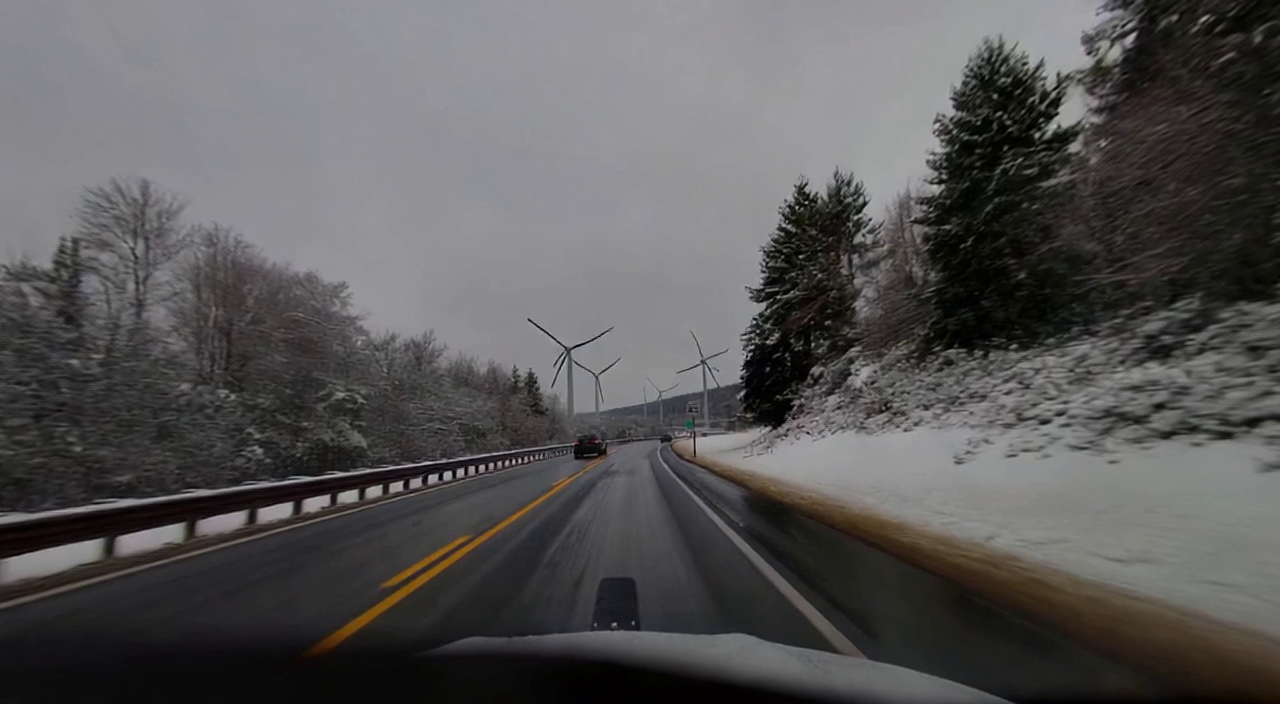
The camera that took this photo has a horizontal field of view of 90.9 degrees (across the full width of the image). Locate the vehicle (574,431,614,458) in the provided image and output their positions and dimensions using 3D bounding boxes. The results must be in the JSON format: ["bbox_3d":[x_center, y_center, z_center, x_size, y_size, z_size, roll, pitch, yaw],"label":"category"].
[{"bbox_3d":[-2.845,5.855,40.092,2.123,1.629,4.180,0,-8,1],"label":"vehicle"}]
